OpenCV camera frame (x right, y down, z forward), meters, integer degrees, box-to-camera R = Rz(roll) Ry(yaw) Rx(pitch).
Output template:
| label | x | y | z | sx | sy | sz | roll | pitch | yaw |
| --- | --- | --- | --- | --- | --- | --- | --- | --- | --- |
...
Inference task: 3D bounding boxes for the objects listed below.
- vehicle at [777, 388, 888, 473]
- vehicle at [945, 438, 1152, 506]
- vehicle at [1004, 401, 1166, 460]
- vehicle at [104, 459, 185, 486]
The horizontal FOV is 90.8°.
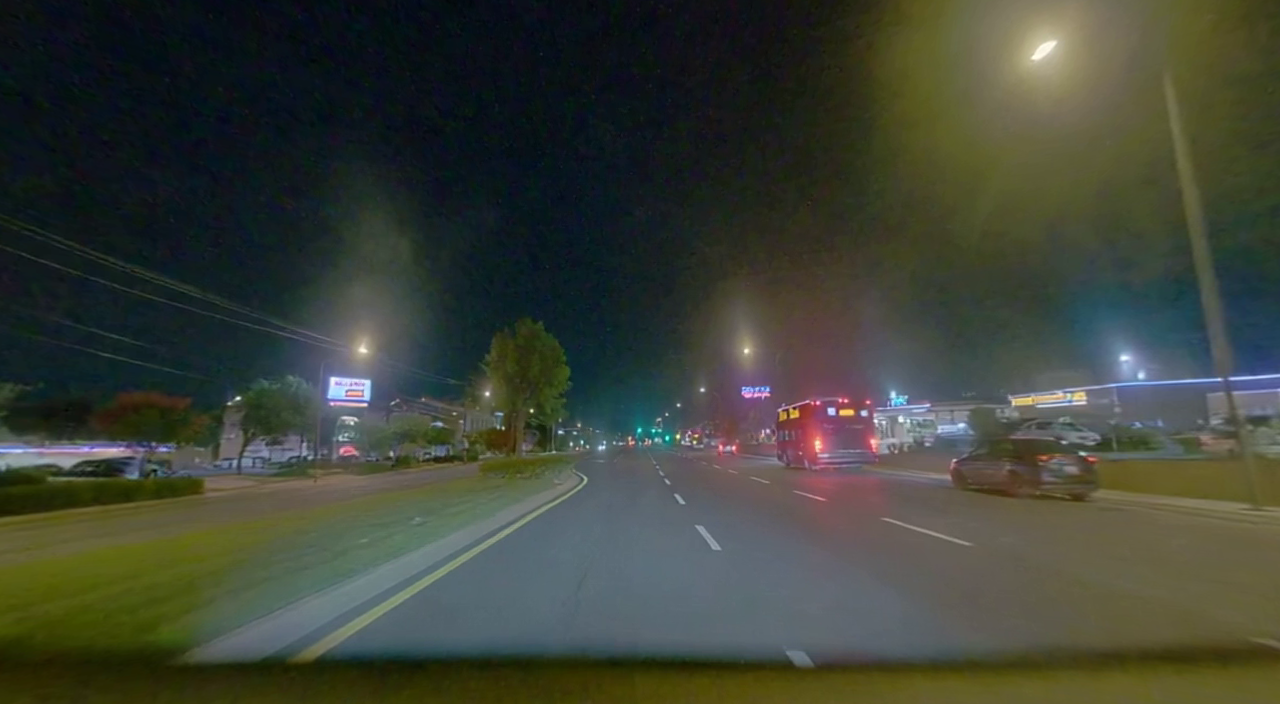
| label | x | y | z | sx | sy | sz | roll | pitch | yaw |
| --- | --- | --- | --- | --- | --- | --- | --- | --- | --- |
| vehicle | 9.775 | 4.215 | 33.387 | 3.017 | 3.888 | 8.508 | 0 | -8 | -1 |
| vehicle | 10.054 | 2.966 | 16.168 | 2.009 | 1.451 | 4.832 | 0 | -8 | -1 |
| vehicle | 20.385 | 3.700 | 29.369 | 5.637 | 2.480 | 2.521 | -4 | -9 | 26 |
| vehicle | -33.602 | 8.157 | 42.995 | 1.863 | 1.646 | 4.565 | 0 | -8 | -1 |
